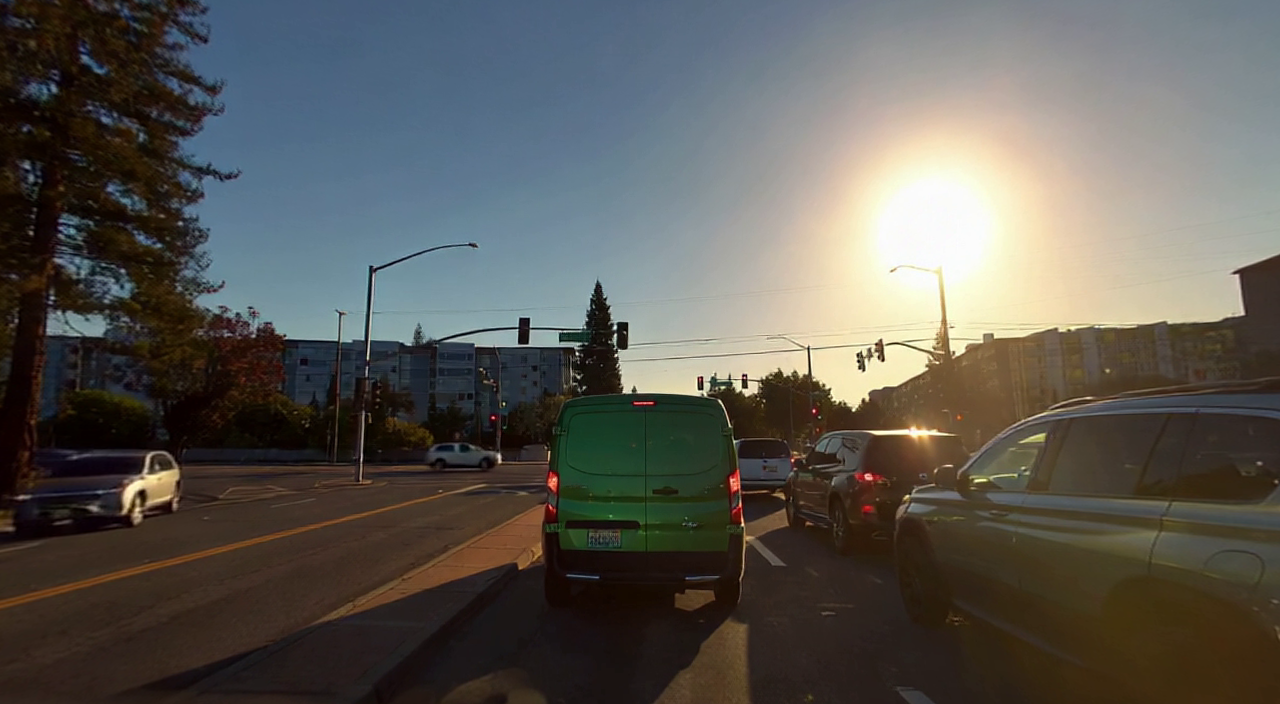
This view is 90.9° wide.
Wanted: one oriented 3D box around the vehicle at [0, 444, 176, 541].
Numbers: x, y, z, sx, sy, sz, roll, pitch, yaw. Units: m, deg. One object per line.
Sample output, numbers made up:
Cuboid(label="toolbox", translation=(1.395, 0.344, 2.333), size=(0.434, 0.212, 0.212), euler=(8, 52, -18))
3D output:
Cuboid(label="vehicle", translation=(-11.071, 2.665, 12.777), size=(2.023, 1.488, 4.654), euler=(1, -8, -29))

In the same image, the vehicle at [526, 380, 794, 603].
Cuboid(label="vehicle", translation=(0.180, 1.466, 7.443), size=(2.185, 1.822, 4.391), euler=(0, -8, 1))

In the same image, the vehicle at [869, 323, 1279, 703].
Cuboid(label="vehicle", translation=(2.903, 0.948, 3.165), size=(1.971, 1.663, 4.287), euler=(0, -8, 2))

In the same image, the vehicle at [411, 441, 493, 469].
Cuboid(label="vehicle", translation=(-11.121, 6.108, 37.501), size=(4.498, 1.547, 1.886), euler=(2, -9, -16))
